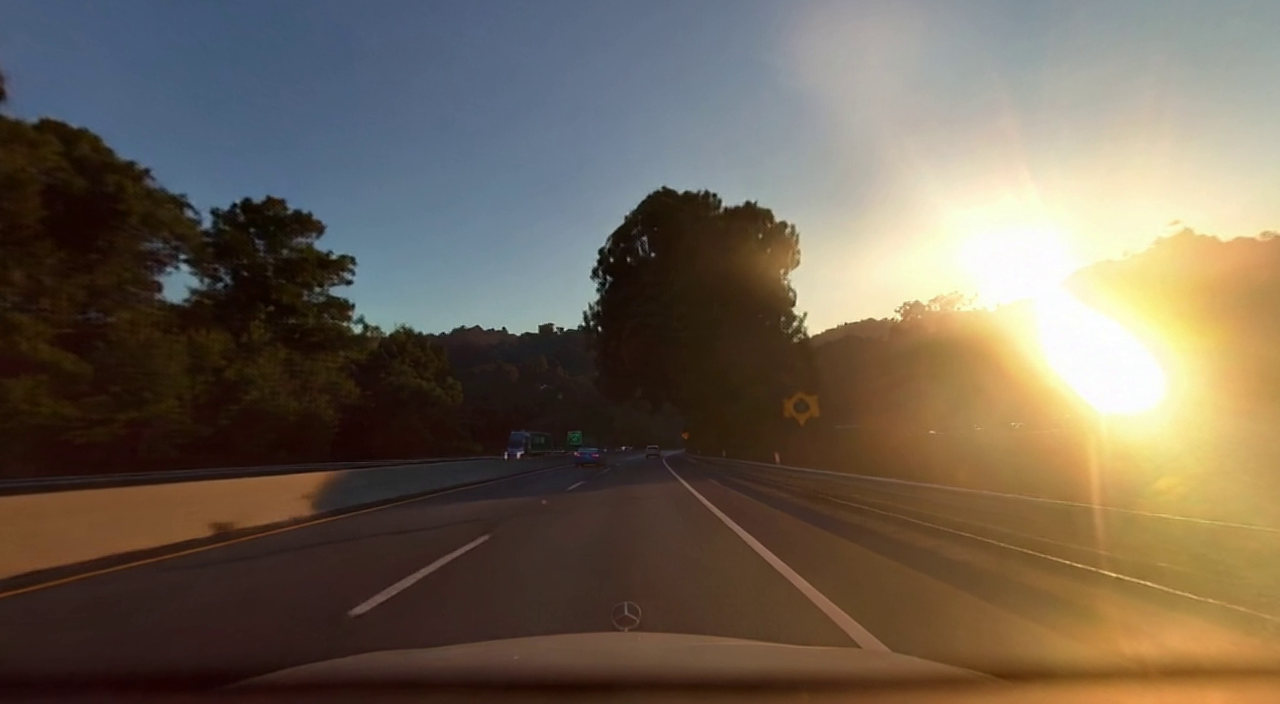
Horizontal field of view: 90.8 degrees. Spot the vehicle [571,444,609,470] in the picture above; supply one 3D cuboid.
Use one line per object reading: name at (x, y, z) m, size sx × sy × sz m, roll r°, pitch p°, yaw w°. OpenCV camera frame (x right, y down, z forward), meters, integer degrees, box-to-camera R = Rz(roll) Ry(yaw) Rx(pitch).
vehicle at (-3.253, 6.908, 41.704) m, size 2.088 × 1.586 × 4.000 m, roll 0°, pitch -9°, yaw 2°
